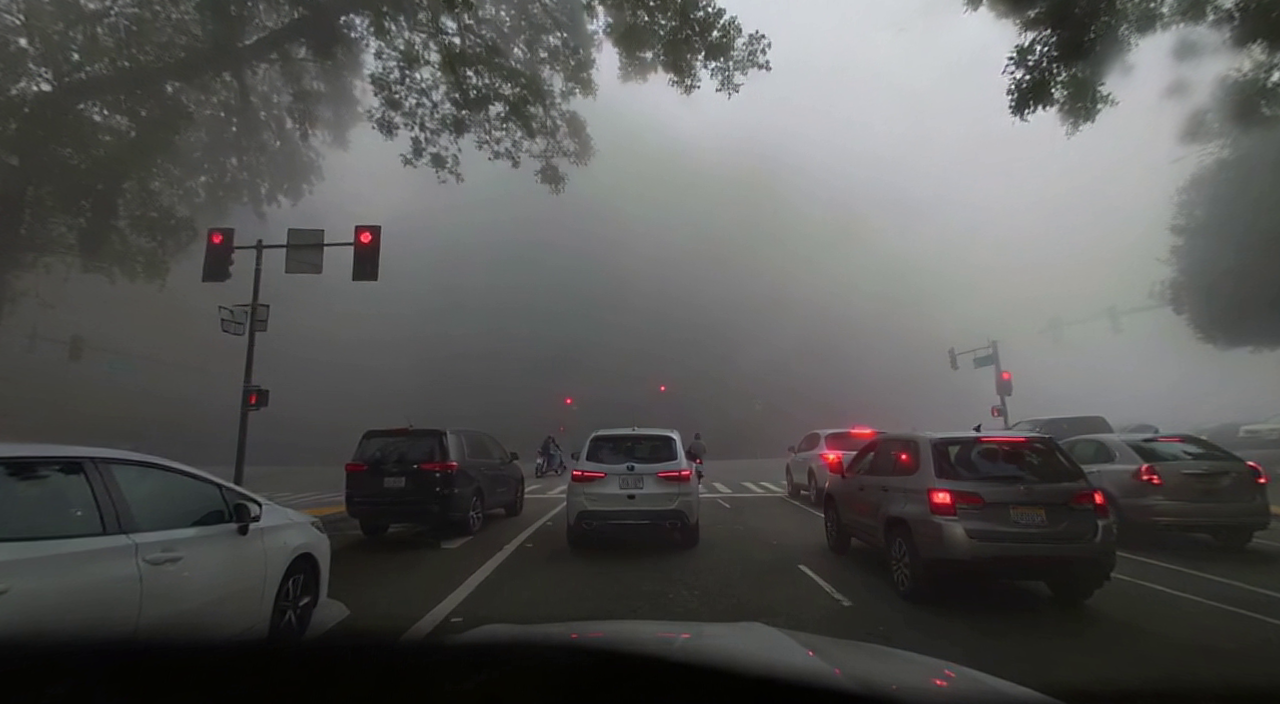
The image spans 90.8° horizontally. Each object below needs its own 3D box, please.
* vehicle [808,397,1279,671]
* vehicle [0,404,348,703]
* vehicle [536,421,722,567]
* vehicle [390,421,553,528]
[{"bbox_3d":[3.240,1.440,6.159,2.006,1.659,4.462,0,-8,0],"label":"vehicle"},{"bbox_3d":[-3.340,1.001,2.708,1.863,1.495,4.667,0,-8,1],"label":"vehicle"},{"bbox_3d":[-0.090,1.899,9.139,2.106,1.655,3.717,0,-8,1],"label":"vehicle"},{"bbox_3d":[-3.178,2.419,13.021,2.048,1.805,4.405,0,-8,1],"label":"vehicle"}]
